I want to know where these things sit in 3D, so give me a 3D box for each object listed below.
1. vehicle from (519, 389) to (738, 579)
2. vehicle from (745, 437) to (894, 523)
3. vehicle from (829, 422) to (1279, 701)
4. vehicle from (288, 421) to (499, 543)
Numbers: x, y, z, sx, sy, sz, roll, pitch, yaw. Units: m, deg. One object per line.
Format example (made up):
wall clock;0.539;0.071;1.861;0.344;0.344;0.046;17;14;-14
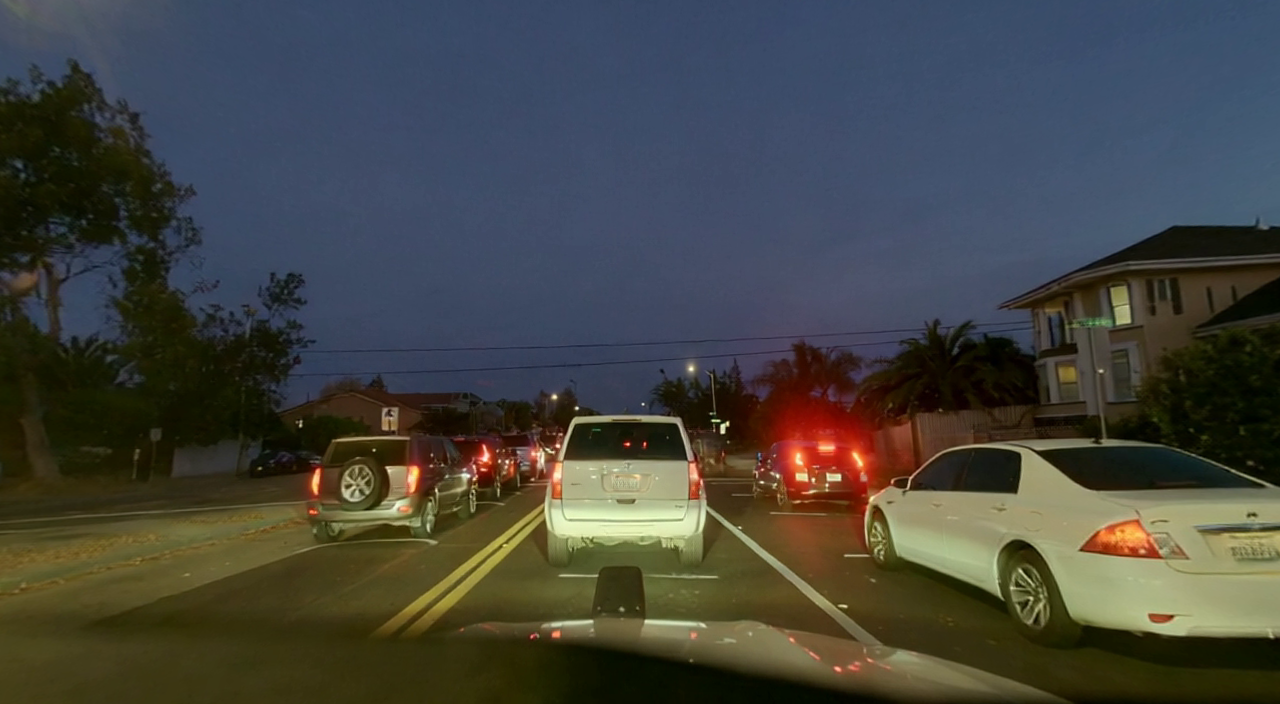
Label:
vehicle;-0.216;1.613;8.478;2.164;1.867;4.254;0;-8;-3
vehicle;3.465;2.528;13.048;1.880;1.476;3.932;0;-8;0
vehicle;3.469;1.467;5.769;1.977;1.480;4.589;0;-8;-1
vehicle;-3.722;2.028;10.521;1.864;1.576;4.324;0;-8;-2
